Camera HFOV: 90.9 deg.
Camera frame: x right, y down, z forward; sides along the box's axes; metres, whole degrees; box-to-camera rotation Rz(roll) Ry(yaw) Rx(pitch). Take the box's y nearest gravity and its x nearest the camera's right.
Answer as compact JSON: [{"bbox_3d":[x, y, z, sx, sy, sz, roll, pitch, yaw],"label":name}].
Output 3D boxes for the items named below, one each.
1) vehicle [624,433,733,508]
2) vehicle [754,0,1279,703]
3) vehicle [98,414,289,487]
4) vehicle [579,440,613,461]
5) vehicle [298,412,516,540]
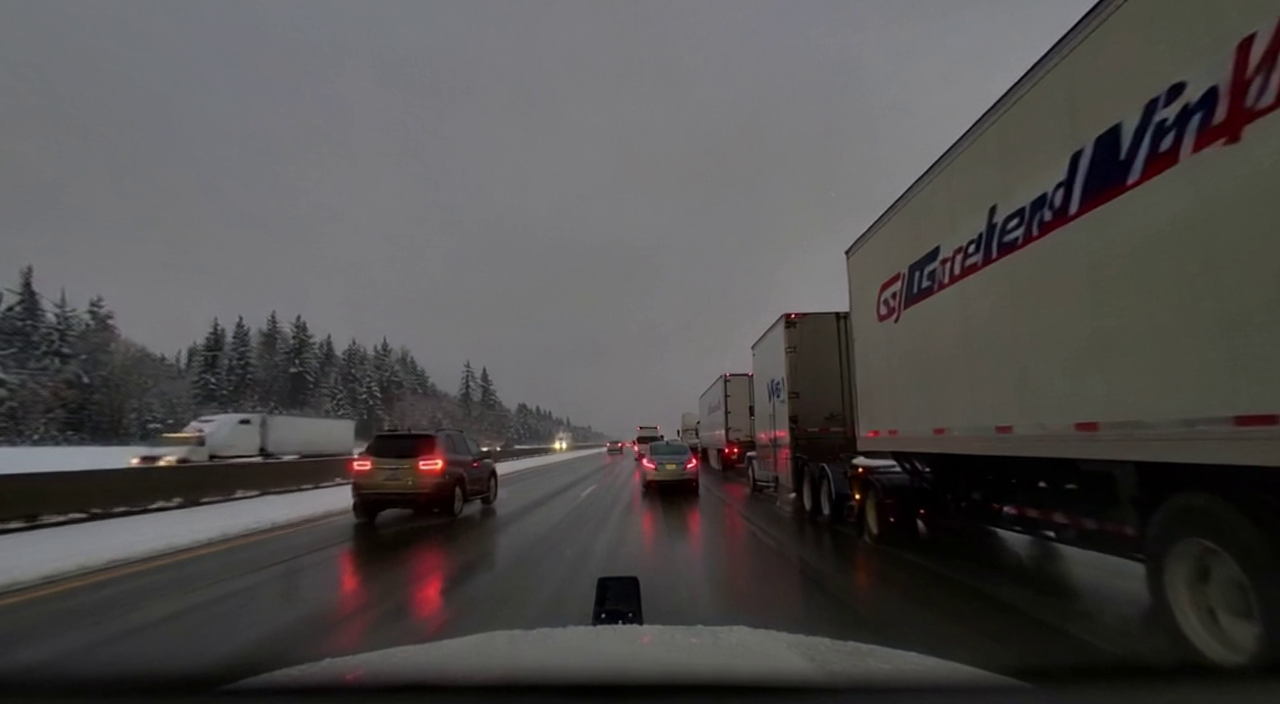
[{"bbox_3d":[0.746,2.680,14.901,2.200,1.495,4.282,0,-8,-1],"label":"vehicle"},{"bbox_3d":[4.532,0.361,8.708,2.967,4.347,15.373,0,-8,0],"label":"vehicle"},{"bbox_3d":[-18.221,4.067,26.518,2.563,2.628,7.235,0,-8,2],"label":"vehicle"},{"bbox_3d":[-3.322,7.533,48.331,2.181,1.538,4.169,0,-8,2],"label":"vehicle"},{"bbox_3d":[-3.645,2.012,10.954,2.006,1.729,4.447,0,-8,1],"label":"vehicle"}]
